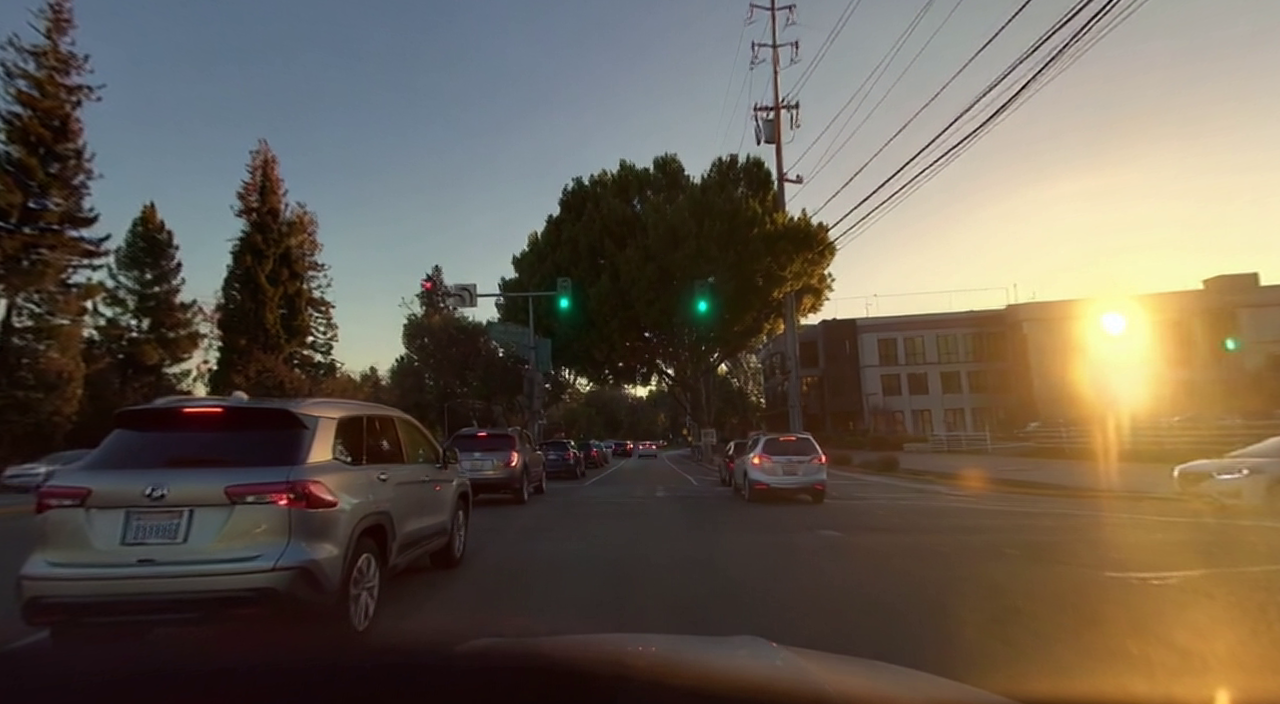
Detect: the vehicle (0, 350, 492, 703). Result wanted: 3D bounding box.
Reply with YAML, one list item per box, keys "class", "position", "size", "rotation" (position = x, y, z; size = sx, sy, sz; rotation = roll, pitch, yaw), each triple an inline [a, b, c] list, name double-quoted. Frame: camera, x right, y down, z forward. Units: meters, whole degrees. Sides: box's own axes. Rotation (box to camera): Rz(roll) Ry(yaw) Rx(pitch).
- class: "vehicle"
  position: [-2.881, 1.176, 5.288]
  size: [2.127, 1.754, 4.287]
  rotation: [0, -8, 2]

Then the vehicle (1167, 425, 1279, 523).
- class: "vehicle"
  position: [11.970, 2.041, 10.688]
  size: [4.119, 1.574, 2.028]
  rotation: [-4, -9, 24]

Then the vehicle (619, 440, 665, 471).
- class: "vehicle"
  position: [0.096, 5.299, 32.471]
  size: [2.185, 1.515, 4.215]
  rotation: [0, -8, 0]

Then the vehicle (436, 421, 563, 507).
- class: "vehicle"
  position: [-3.137, 2.617, 15.116]
  size: [1.958, 1.744, 4.315]
  rotation: [0, -8, 1]

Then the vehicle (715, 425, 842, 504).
- class: "vehicle"
  position: [3.359, 2.855, 16.396]
  size: [2.201, 1.734, 4.564]
  rotation: [0, -8, -1]
